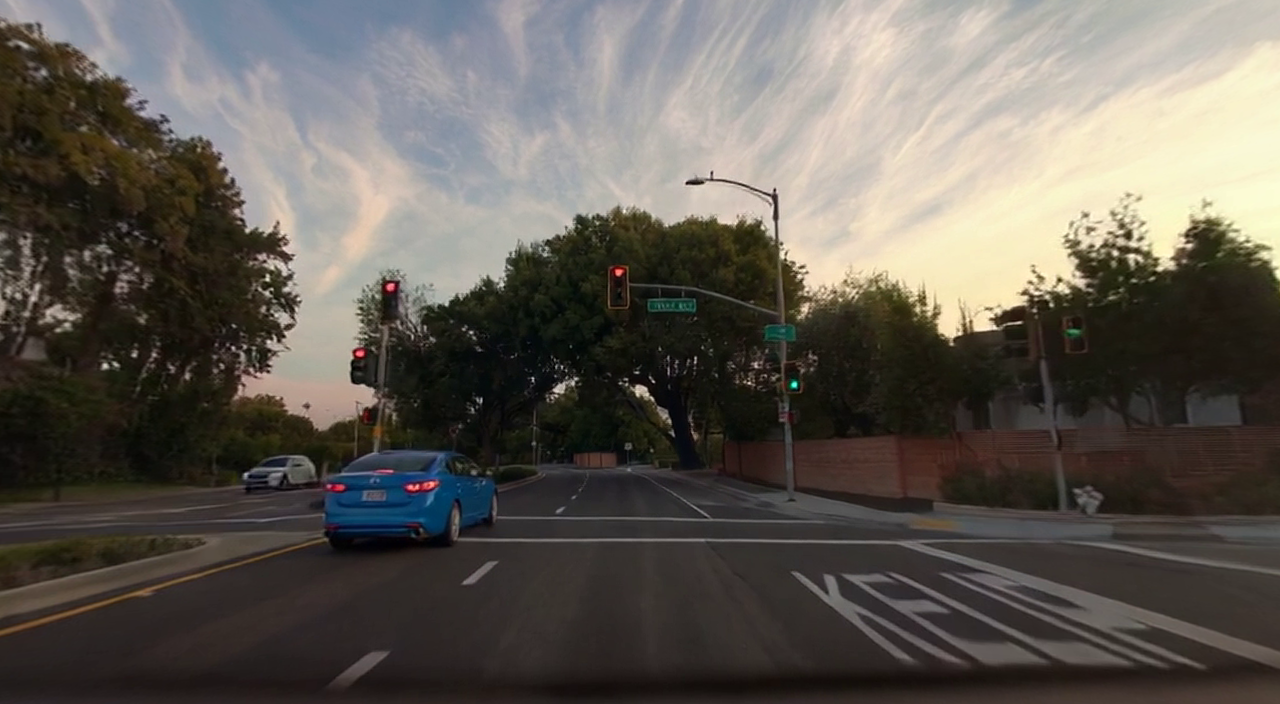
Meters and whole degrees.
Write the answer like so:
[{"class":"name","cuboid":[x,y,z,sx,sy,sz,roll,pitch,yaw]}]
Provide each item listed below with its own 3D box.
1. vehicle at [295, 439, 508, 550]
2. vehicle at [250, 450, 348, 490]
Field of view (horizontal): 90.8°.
[{"class":"vehicle","cuboid":[-3.795,2.326,11.097,1.980,1.508,4.502,0,-9,0]},{"class":"vehicle","cuboid":[-17.873,6.180,33.520,2.228,1.879,5.638,0,-9,-3]}]
